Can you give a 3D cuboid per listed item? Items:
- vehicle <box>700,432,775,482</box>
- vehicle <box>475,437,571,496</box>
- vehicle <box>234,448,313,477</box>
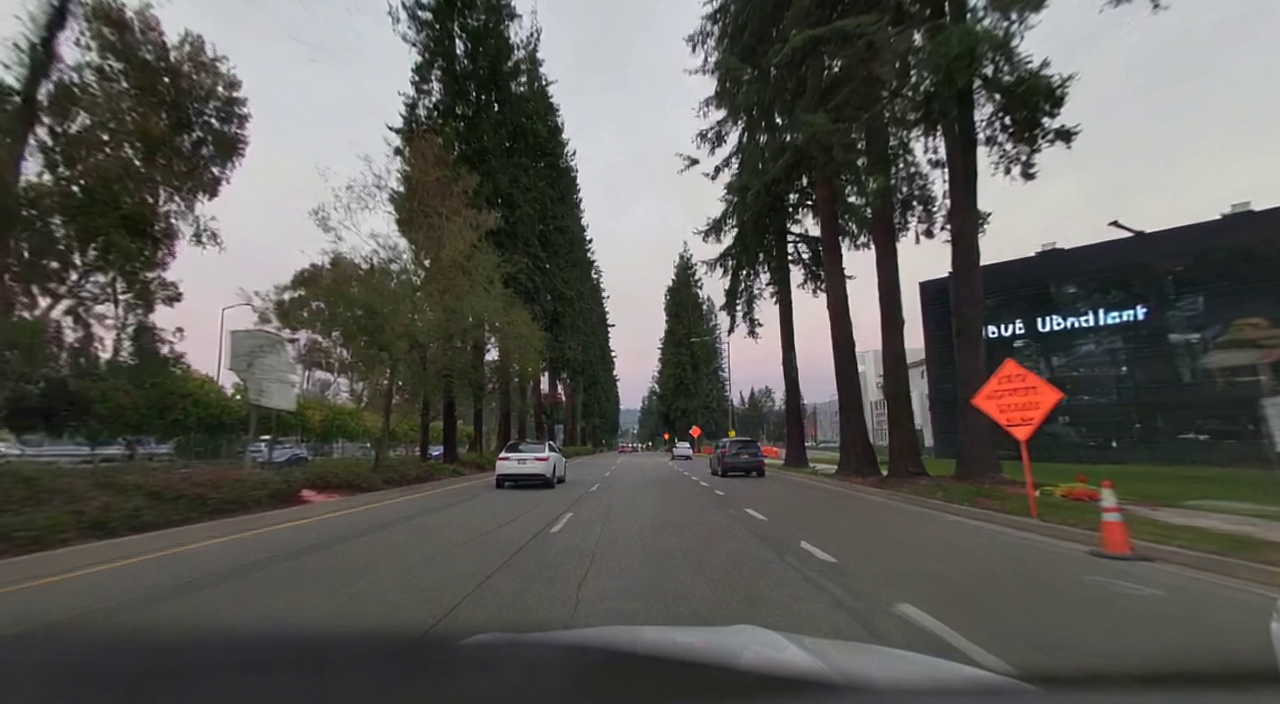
[{"bbox_3d":[3.792,4.185,25.487,2.159,1.793,4.735,0,-9,-2],"label":"vehicle"},{"bbox_3d":[-3.203,3.216,18.149,2.020,1.474,4.098,0,-9,-1],"label":"vehicle"},{"bbox_3d":[-22.084,6.655,38.305,1.996,1.605,4.671,0,-9,0],"label":"vehicle"}]
